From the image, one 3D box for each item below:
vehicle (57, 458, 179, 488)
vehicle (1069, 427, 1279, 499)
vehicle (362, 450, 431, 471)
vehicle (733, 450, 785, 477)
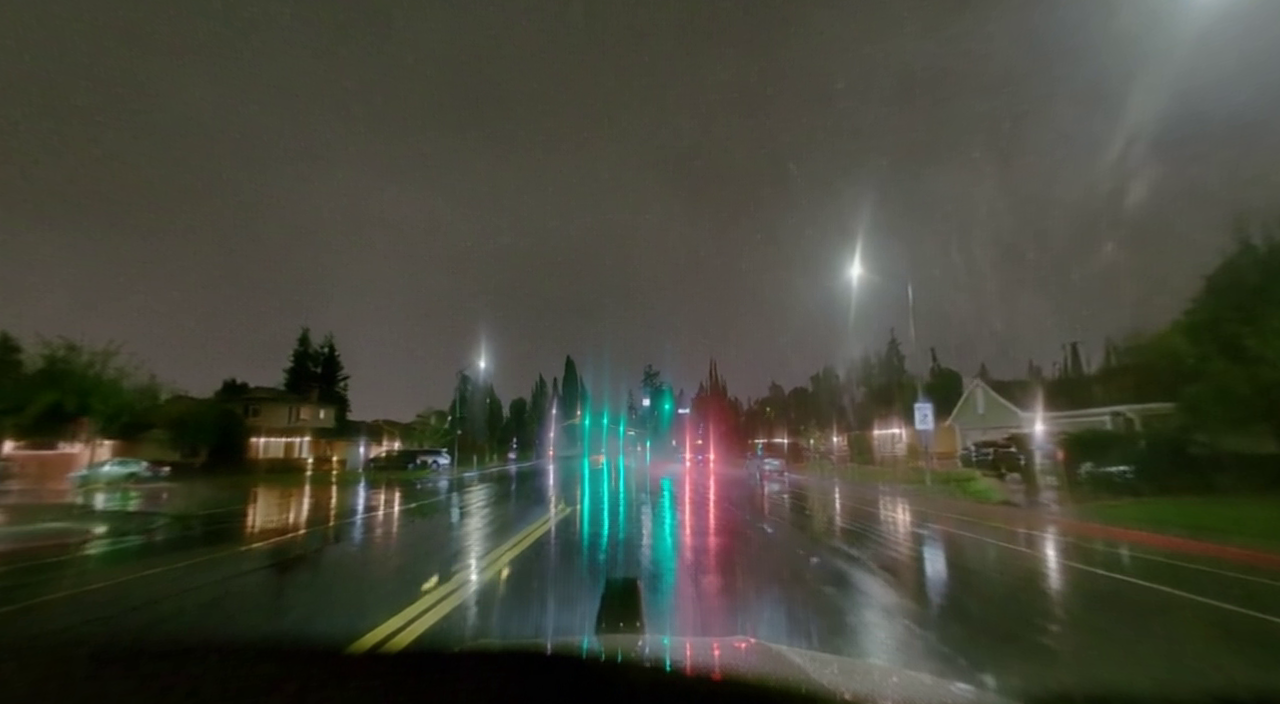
[{"bbox_3d":[-27.150,6.294,32.976,4.600,1.468,1.869,0,-9,-3],"label":"vehicle"},{"bbox_3d":[15.624,3.182,18.373,4.739,1.667,1.998,-4,-7,0],"label":"vehicle"},{"bbox_3d":[-18.793,8.390,48.967,4.598,1.445,1.973,-2,-9,-2],"label":"vehicle"},{"bbox_3d":[7.196,6.762,38.575,1.951,1.528,4.366,1,-9,-6],"label":"vehicle"}]
